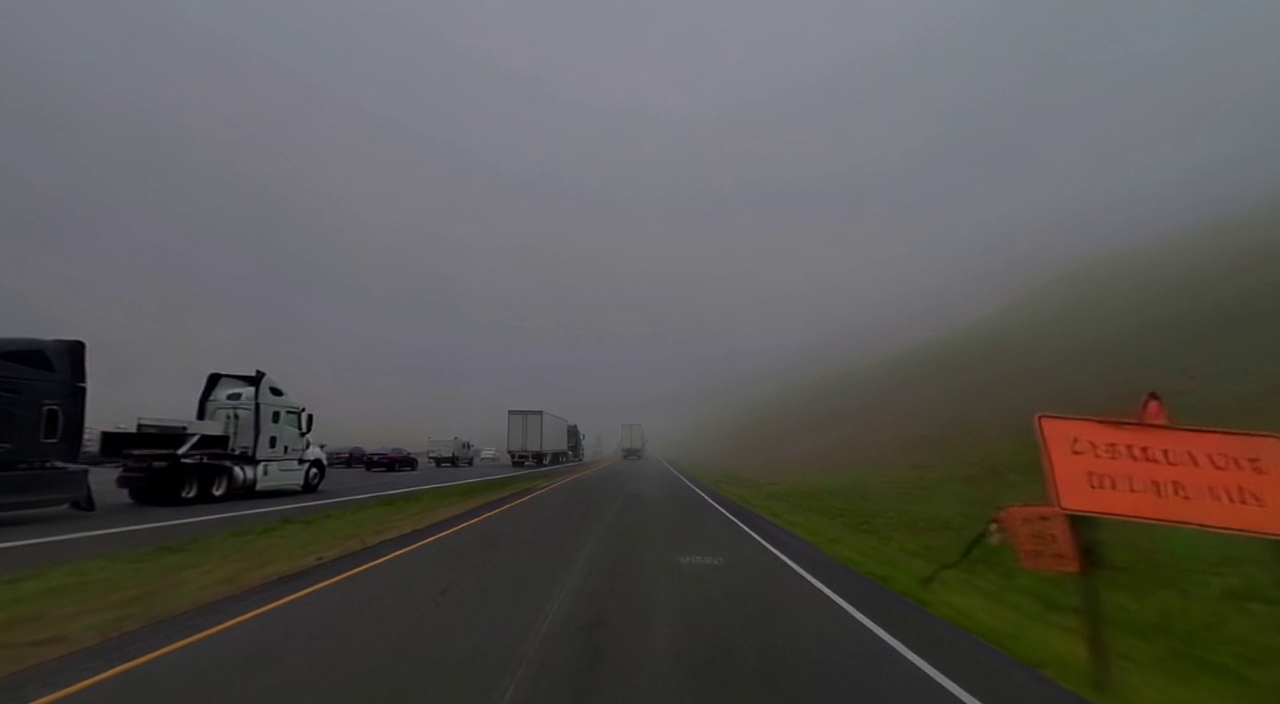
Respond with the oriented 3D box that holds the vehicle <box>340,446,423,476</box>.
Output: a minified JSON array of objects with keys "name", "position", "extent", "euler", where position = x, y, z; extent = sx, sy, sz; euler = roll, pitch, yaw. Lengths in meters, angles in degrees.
[{"name":"vehicle","position":[-13.795,5.858,34.017],"extent":[1.925,1.493,4.864],"euler":[-1,-9,7]}]

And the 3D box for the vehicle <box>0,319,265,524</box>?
[{"name":"vehicle","position":[-12.701,1.397,12.243],"extent":[2.745,3.617,11.590],"euler":[-1,-9,6]}]

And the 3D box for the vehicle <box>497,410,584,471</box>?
[{"name":"vehicle","position":[-7.235,6.990,49.014],"extent":[2.848,4.067,14.314],"euler":[-1,-9,7]}]
